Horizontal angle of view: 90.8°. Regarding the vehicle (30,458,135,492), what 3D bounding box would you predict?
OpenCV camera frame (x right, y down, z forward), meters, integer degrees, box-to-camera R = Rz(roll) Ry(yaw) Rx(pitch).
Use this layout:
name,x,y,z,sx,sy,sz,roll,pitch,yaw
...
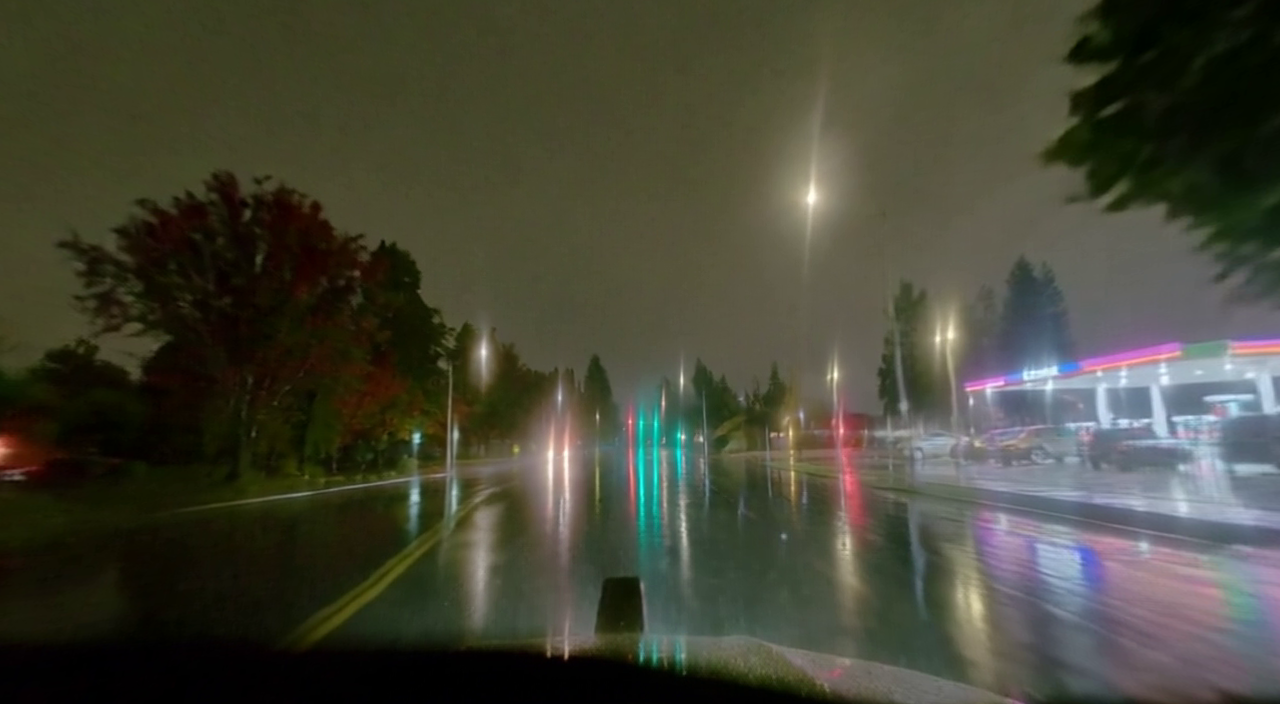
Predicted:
name,x,y,z,sx,sy,sz,roll,pitch,yaw
vehicle,-26.845,5.908,30.585,1.768,1.465,3.569,0,-8,1

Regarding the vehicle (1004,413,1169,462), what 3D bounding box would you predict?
name,x,y,z,sx,sy,sz,roll,pitch,yaw
vehicle,16.731,3.223,23.864,4.594,1.751,2.071,0,-8,-1

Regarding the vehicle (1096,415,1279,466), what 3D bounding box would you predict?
name,x,y,z,sx,sy,sz,roll,pitch,yaw
vehicle,16.854,2.714,19.308,4.352,1.466,1.943,0,-8,-3
